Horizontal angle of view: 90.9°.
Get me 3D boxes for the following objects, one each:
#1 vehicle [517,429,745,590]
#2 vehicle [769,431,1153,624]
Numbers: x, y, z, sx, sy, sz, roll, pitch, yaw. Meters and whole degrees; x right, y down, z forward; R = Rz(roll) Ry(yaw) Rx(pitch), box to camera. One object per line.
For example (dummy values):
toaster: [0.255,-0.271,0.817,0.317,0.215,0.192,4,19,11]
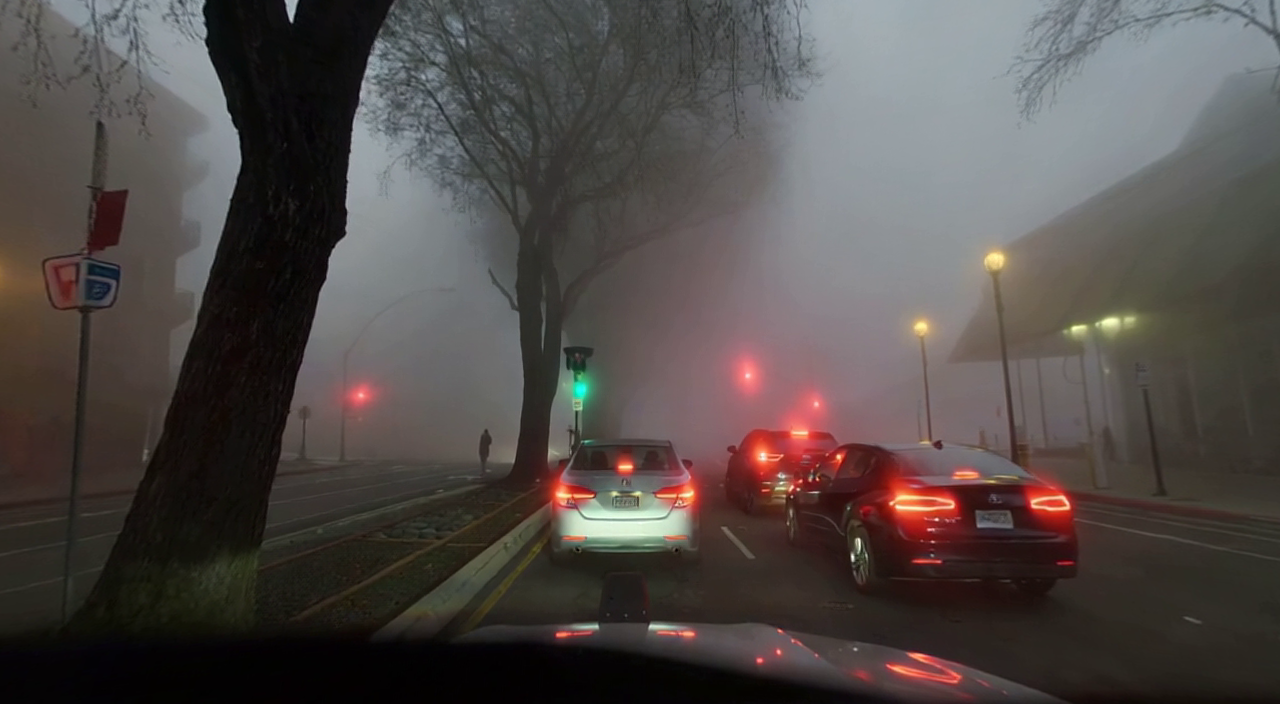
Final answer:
vehicle: [-0.097,1.755,7.925,2.087,1.456,4.143,0,-8,-1]
vehicle: [2.901,1.652,6.998,1.893,1.446,4.270,0,-8,-2]
